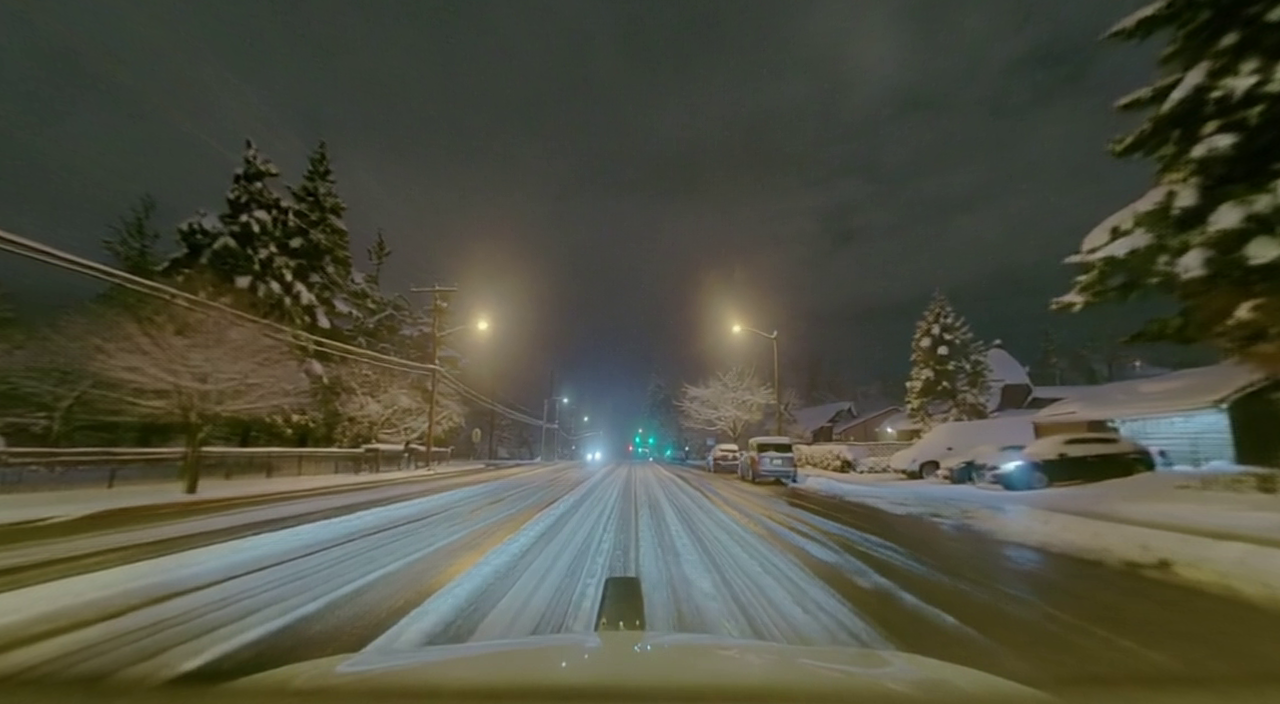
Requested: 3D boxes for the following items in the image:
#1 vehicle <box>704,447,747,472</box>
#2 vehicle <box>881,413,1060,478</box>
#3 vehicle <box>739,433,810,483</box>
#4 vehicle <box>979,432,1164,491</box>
[{"bbox_3d":[5.975,7.588,44.731,2.282,1.566,4.705,-1,-9,-1],"label":"vehicle"},{"bbox_3d":[15.771,4.524,30.534,6.969,2.929,2.793,0,-8,0],"label":"vehicle"},{"bbox_3d":[6.328,5.087,30.523,2.275,2.132,5.726,0,-9,2],"label":"vehicle"},{"bbox_3d":[14.387,3.673,21.319,4.637,1.842,2.016,0,-9,2],"label":"vehicle"}]
